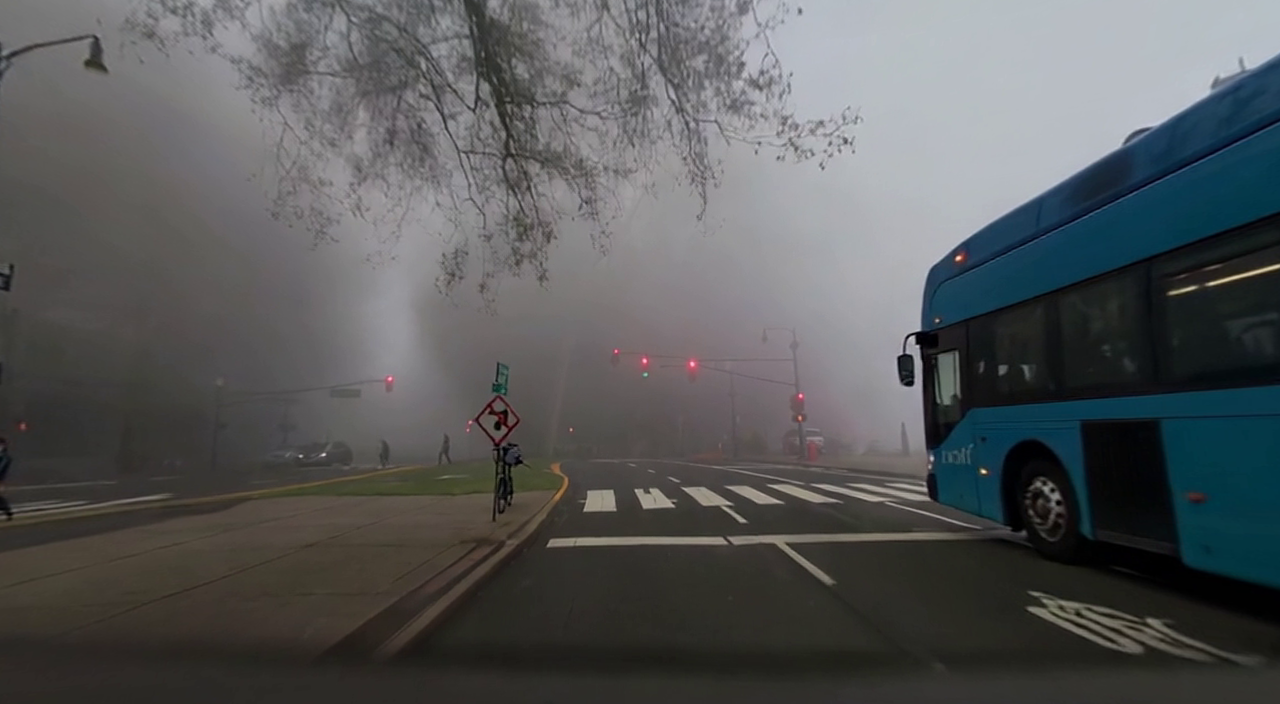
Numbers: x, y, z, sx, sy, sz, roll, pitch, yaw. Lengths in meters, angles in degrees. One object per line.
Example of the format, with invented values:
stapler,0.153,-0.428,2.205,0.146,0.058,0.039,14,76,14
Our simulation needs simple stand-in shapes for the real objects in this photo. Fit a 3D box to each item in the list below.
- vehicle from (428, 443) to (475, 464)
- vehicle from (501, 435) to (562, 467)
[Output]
vehicle,-13.859,7.416,46.404,2.036,1.467,3.979,6,-10,-36
vehicle,-5.842,5.231,33.570,2.123,1.544,4.158,4,-9,-25
